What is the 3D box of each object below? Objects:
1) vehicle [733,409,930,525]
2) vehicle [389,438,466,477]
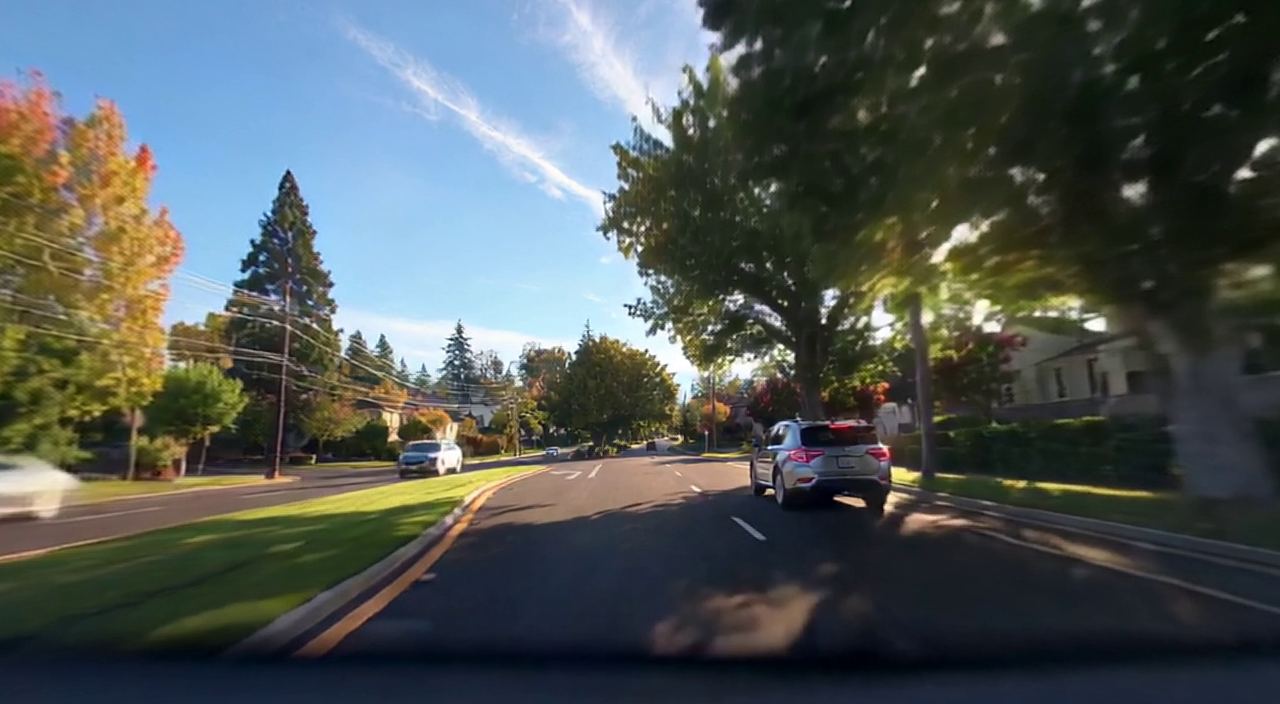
[{"bbox_3d":[3.330,2.134,12.245,2.193,1.777,4.772,0,-8,-1],"label":"vehicle"},{"bbox_3d":[-10.226,5.087,30.861,2.075,1.739,4.864,0,-8,0],"label":"vehicle"}]
